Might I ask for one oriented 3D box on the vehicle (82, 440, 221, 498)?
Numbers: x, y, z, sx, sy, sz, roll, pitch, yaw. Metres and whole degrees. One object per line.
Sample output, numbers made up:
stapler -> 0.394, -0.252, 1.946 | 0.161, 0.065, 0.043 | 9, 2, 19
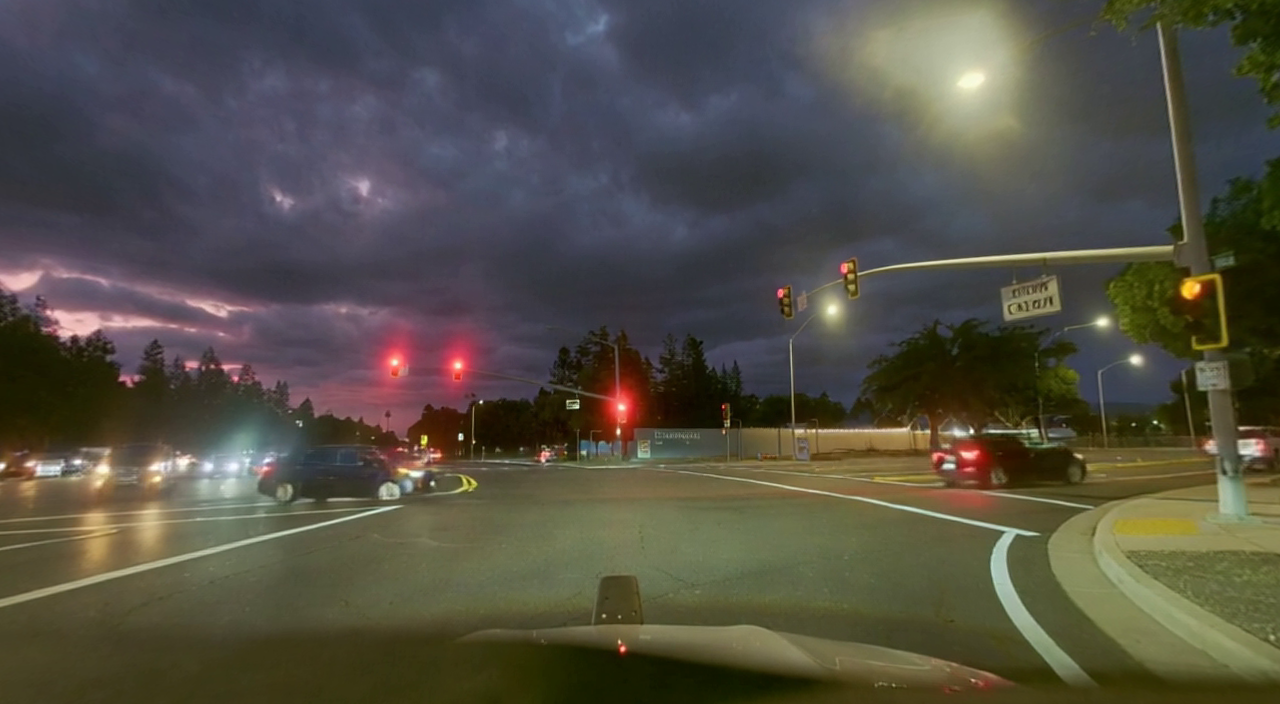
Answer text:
vehicle -> -18.691, 4.454, 24.640 | 2.358, 1.937, 5.896 | 3, -9, -18

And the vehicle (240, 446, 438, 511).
vehicle -> -7.811, 3.191, 16.389 | 4.728, 1.471, 1.957 | -4, -9, 24

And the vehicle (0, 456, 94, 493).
vehicle -> -31.182, 6.267, 32.646 | 2.142, 1.723, 4.692 | 1, -9, -9

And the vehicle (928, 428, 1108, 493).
vehicle -> 10.497, 2.988, 17.612 | 4.281, 1.621, 1.903 | 3, -9, -20

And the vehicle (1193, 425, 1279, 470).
vehicle -> 26.371, 4.163, 27.605 | 4.619, 1.759, 2.101 | 6, -10, -34
